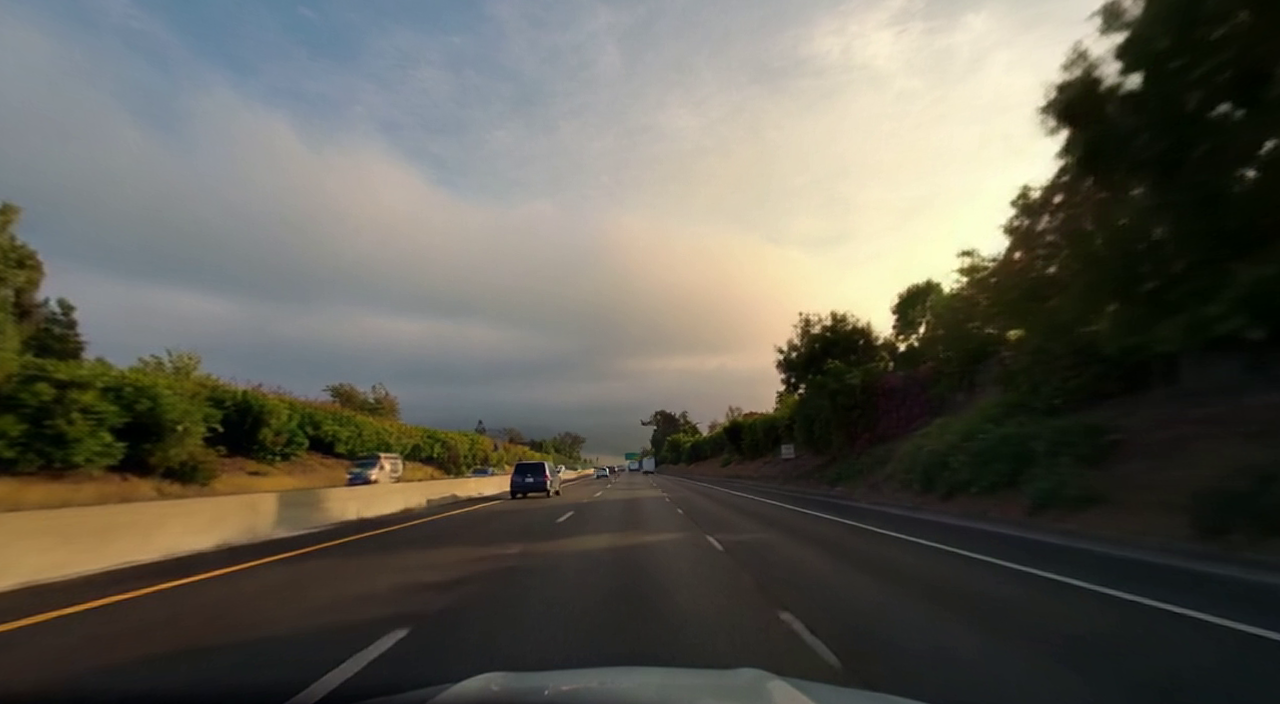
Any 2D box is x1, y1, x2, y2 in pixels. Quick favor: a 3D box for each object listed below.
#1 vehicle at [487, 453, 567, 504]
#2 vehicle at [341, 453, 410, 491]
[{"bbox_3d":[-4.301,4.941,24.871,2.178,1.736,4.847,1,-10,0],"label":"vehicle"},{"bbox_3d":[-20.529,9.371,49.268,2.557,2.682,6.194,1,-10,0],"label":"vehicle"}]
